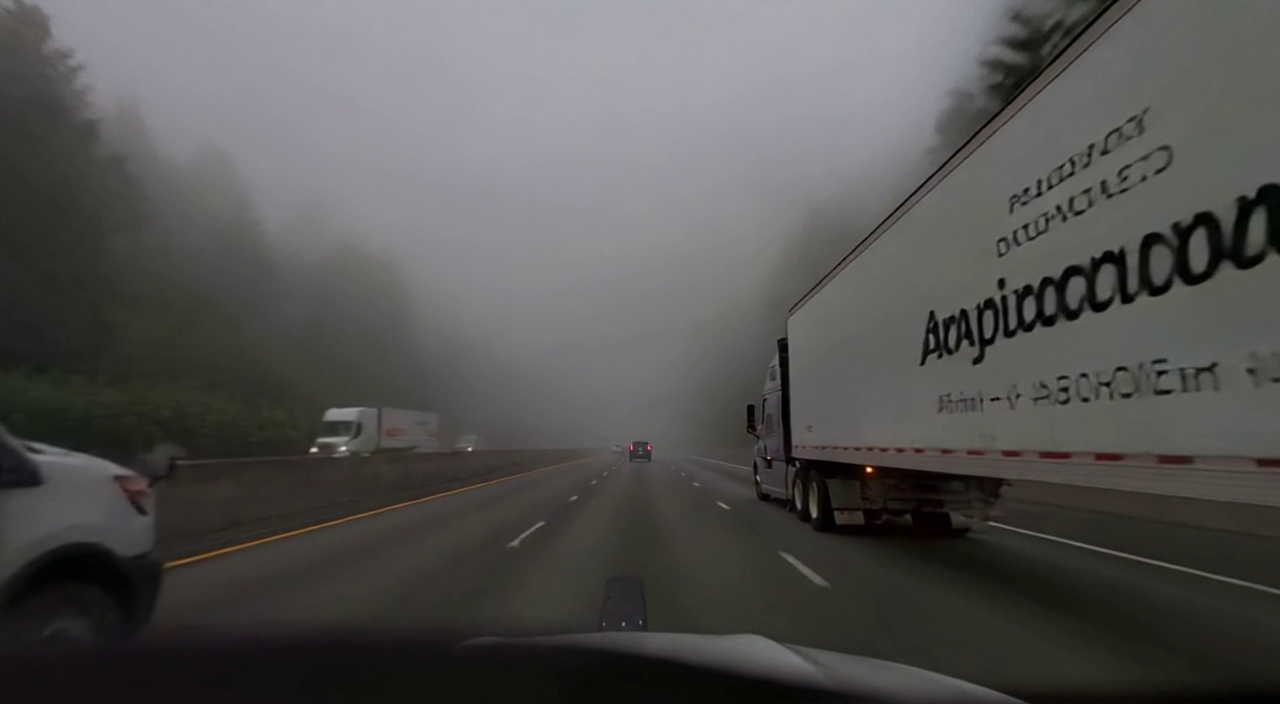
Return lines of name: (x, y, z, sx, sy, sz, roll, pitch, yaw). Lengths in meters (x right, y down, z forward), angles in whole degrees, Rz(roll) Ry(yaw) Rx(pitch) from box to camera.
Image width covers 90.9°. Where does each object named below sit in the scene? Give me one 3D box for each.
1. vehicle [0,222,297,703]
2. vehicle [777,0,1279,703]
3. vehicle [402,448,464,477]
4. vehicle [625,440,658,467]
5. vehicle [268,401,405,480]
vehicle: (-3.250, 0.374, 0.572, 2.572, 1.927, 5.803, 0, -9, 0)
vehicle: (4.384, 0.140, 5.948, 3.011, 4.028, 13.890, 0, -9, 0)
vehicle: (-11.156, 5.954, 34.273, 1.893, 1.467, 4.354, 0, -9, 0)
vehicle: (0.087, 6.730, 41.843, 2.067, 1.690, 3.901, 0, -9, 0)
vehicle: (-15.022, 4.552, 32.085, 2.856, 3.511, 7.972, 0, -9, 1)
